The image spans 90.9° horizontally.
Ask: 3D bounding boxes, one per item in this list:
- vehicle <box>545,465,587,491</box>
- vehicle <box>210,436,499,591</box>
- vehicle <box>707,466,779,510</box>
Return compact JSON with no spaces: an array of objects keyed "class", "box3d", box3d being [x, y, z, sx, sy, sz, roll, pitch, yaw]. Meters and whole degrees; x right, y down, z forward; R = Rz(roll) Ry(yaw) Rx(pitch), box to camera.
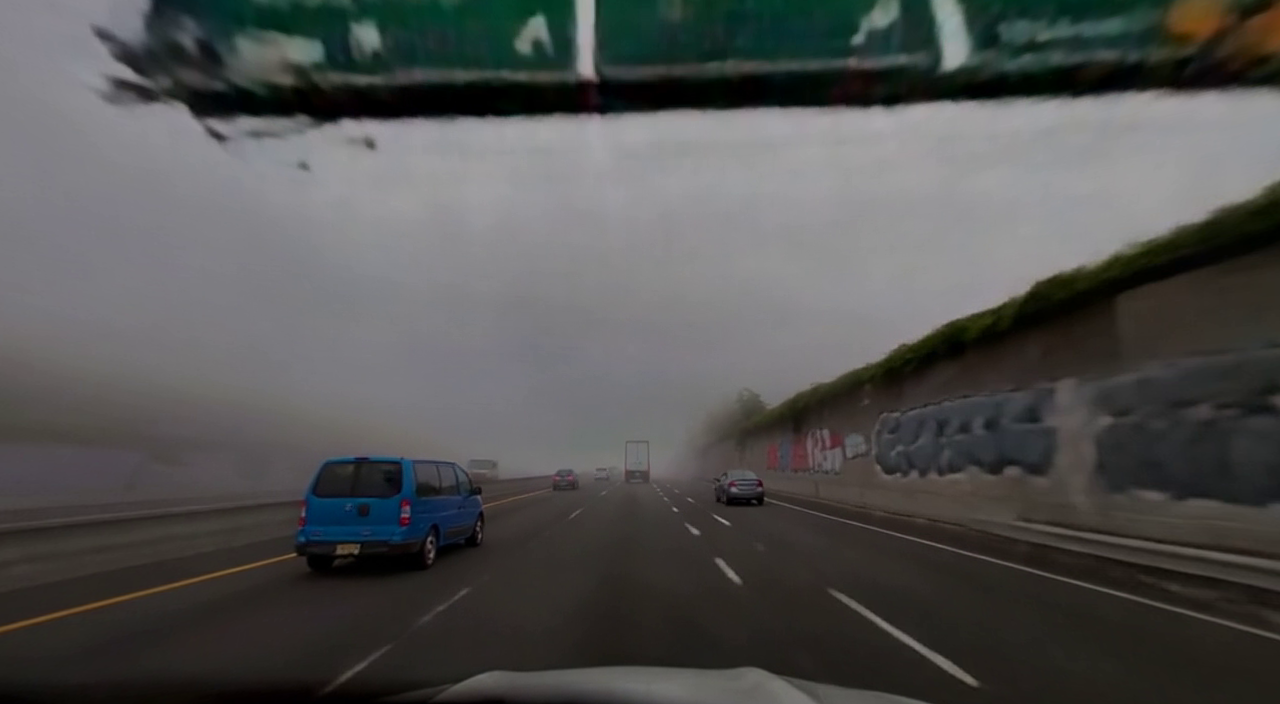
[{"class":"vehicle","box3d":[-4.405,7.559,37.959,2.054,1.443,4.131,1,-10,0]},{"class":"vehicle","box3d":[-3.551,2.137,9.021,2.004,1.610,4.508,1,-10,0]},{"class":"vehicle","box3d":[3.747,5.040,23.704,1.917,1.458,4.199,1,-10,-1]}]
